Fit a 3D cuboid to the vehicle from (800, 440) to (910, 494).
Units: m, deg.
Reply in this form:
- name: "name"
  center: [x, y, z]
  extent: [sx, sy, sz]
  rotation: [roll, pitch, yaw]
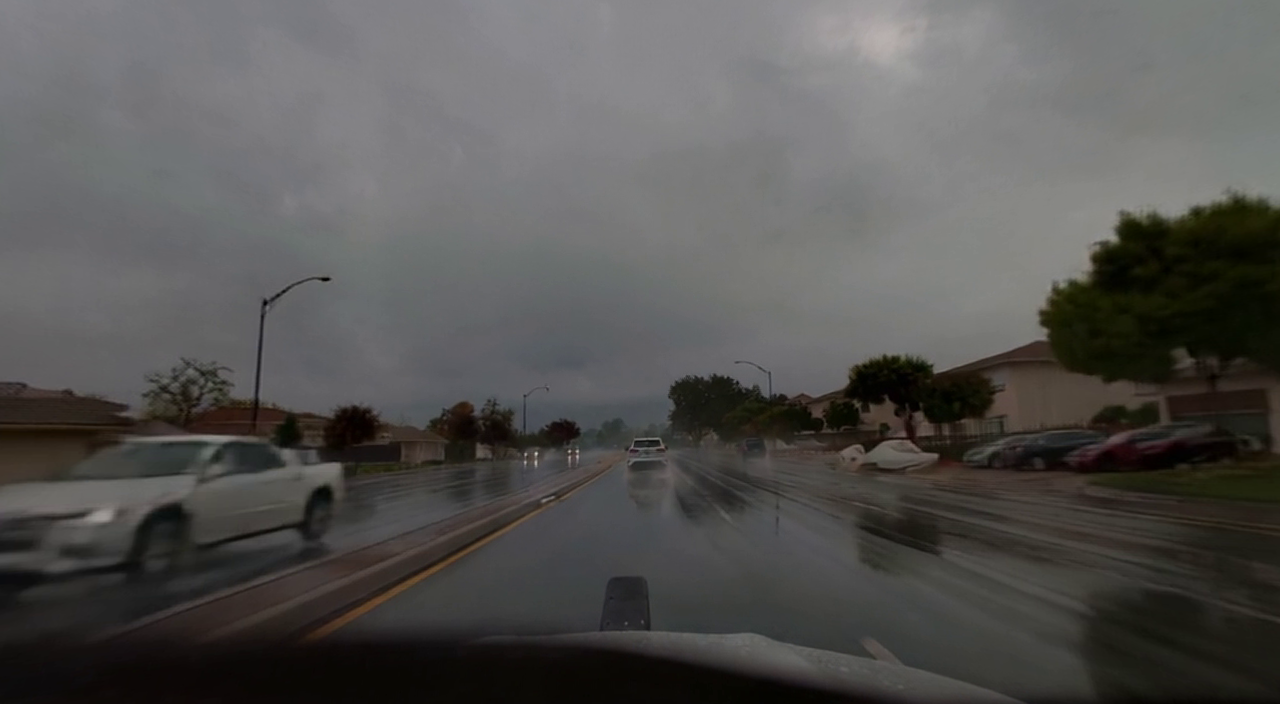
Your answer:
- name: "vehicle"
  center: [6.526, 3.503, 19.688]
  extent: [1.897, 1.477, 4.360]
  rotation: [0, -8, 0]

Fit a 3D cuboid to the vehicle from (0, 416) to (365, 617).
- name: "vehicle"
  center: [-5.351, 1.715, 7.585]
  extent: [2.033, 1.658, 4.472]
  rotation: [-1, -8, 0]

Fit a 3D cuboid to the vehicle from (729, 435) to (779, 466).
- name: "vehicle"
  center: [7.868, 6.885, 44.146]
  extent: [2.436, 2.010, 5.595]
  rotation: [0, -8, 0]

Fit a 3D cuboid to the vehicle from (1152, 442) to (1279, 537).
- name: "vehicle"
  center: [10.970, 2.221, 10.090]
  extent: [1.854, 1.477, 4.525]
  rotation: [2, -8, 1]

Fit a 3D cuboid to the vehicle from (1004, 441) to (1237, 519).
- name: "vehicle"
  center: [11.136, 2.954, 15.169]
  extent: [1.978, 1.551, 4.560]
  rotation: [0, -9, 0]

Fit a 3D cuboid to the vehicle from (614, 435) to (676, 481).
- name: "vehicle"
  center: [0.172, 4.222, 25.371]
  extent: [2.289, 1.679, 4.180]
  rotation: [0, -8, -1]

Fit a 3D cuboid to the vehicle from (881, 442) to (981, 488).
- name: "vehicle"
  center: [11.372, 4.406, 25.025]
  extent: [1.867, 1.540, 4.708]
  rotation: [3, -9, 1]
